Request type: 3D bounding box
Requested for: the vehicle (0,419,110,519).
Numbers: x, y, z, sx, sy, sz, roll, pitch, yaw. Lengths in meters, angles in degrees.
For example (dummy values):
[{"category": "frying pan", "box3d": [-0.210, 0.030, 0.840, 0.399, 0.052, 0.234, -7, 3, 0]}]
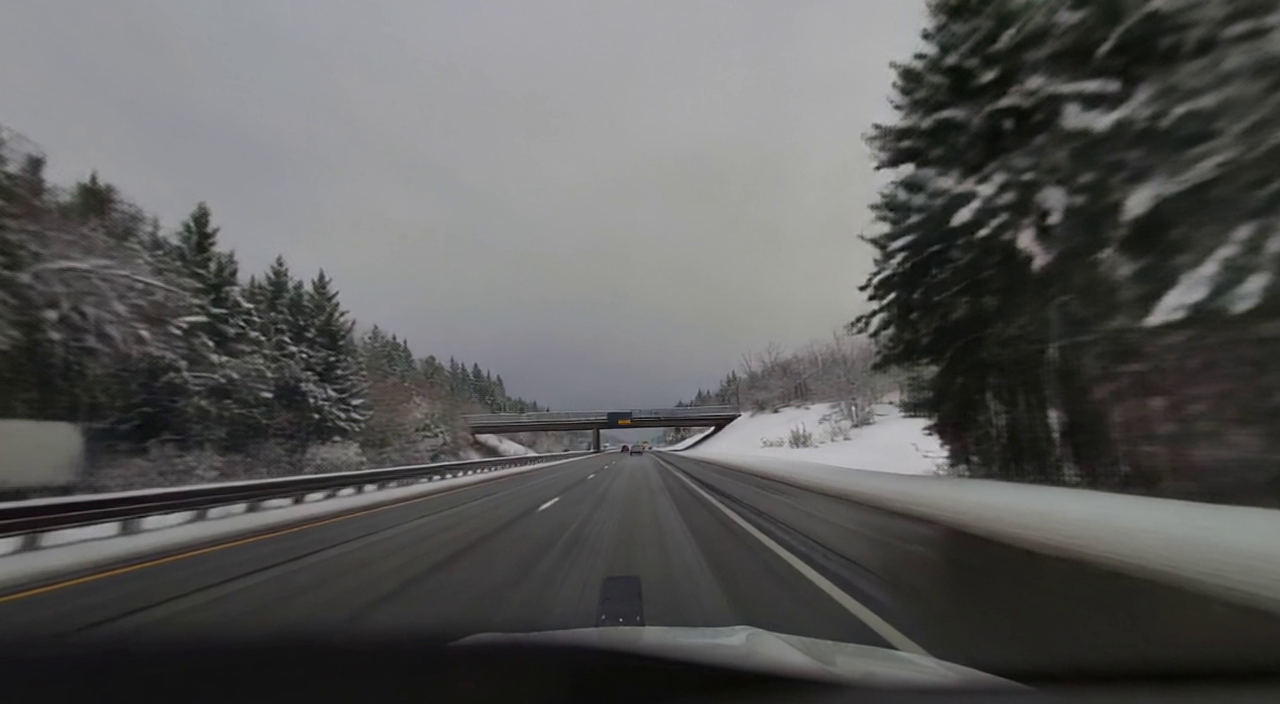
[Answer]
[{"category": "vehicle", "box3d": [-17.186, 3.053, 16.545, 2.332, 2.487, 4.648, 0, -9, 1]}]
